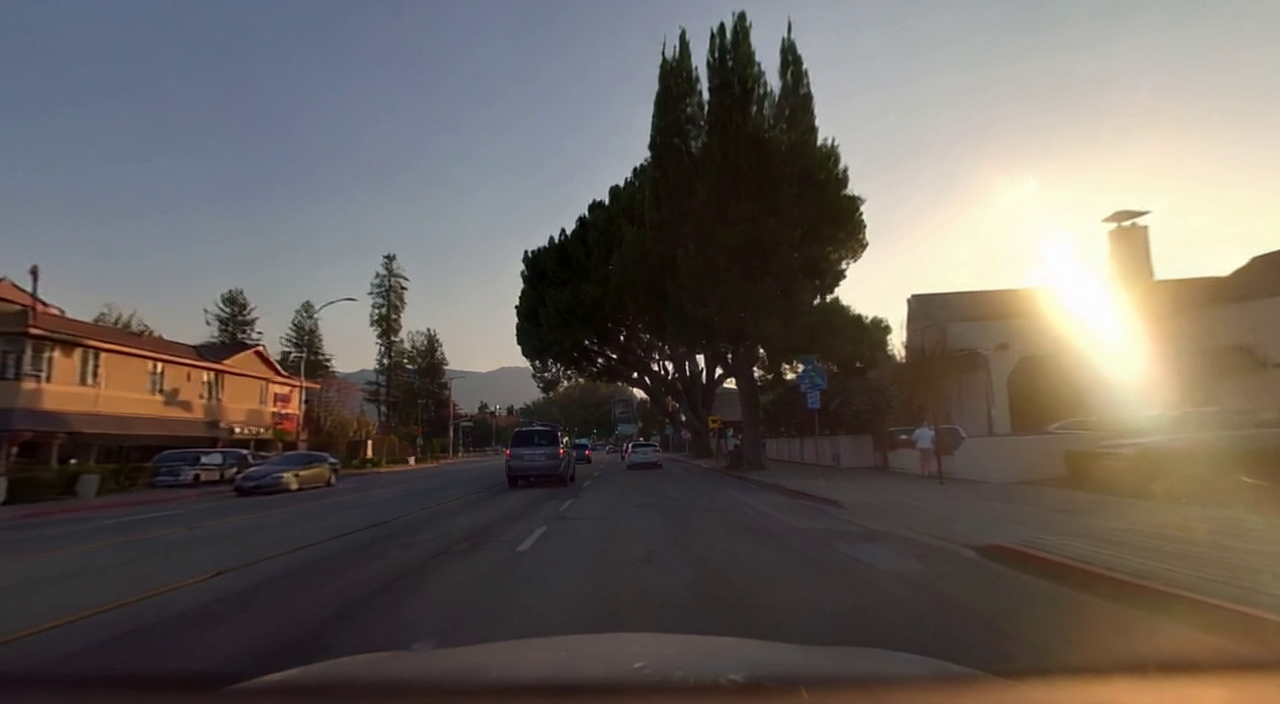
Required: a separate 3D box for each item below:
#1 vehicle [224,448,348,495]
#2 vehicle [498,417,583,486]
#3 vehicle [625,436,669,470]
[{"bbox_3d":[-13.228,4.464,24.078,2.055,1.546,5.019,0,-8,-4],"label":"vehicle"},{"bbox_3d":[-3.342,3.499,22.364,2.213,2.123,5.124,0,-8,-1],"label":"vehicle"},{"bbox_3d":[0.304,5.347,33.676,2.126,1.657,4.132,0,-8,-3],"label":"vehicle"}]
